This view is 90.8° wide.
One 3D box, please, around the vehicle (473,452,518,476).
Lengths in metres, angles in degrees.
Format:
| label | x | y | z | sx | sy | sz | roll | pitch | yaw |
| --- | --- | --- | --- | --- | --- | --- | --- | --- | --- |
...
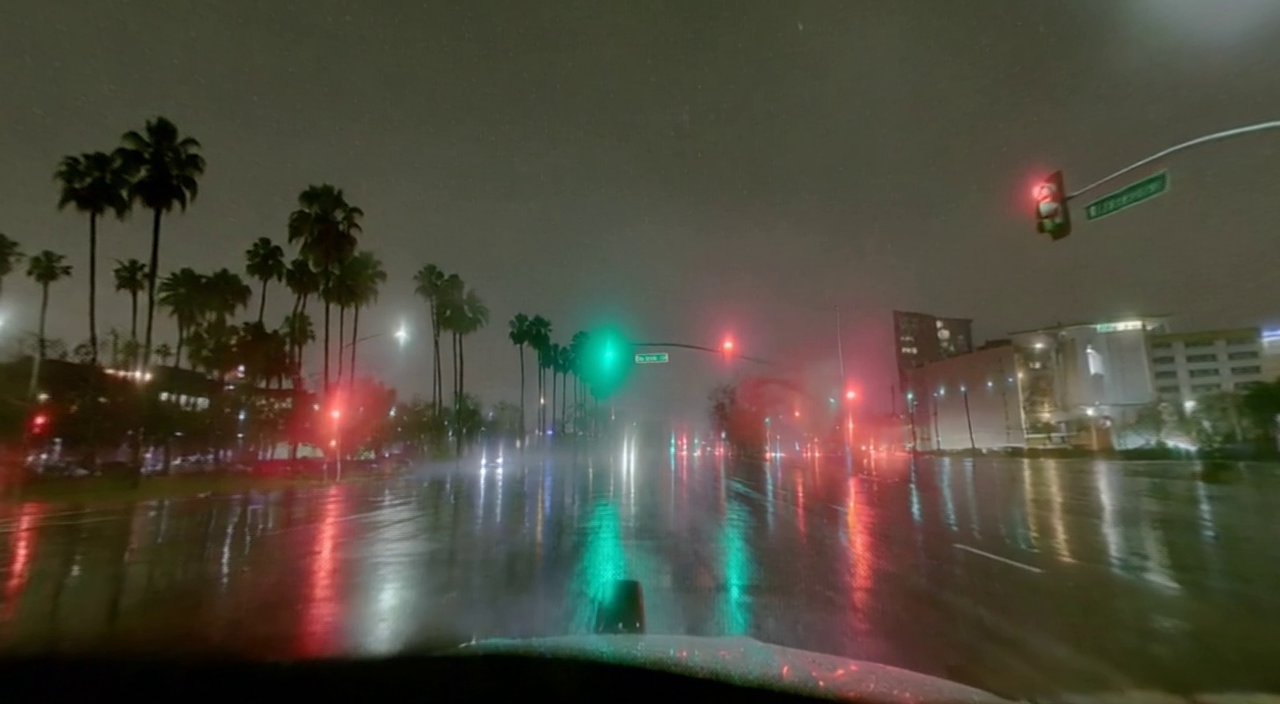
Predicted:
| label | x | y | z | sx | sy | sz | roll | pitch | yaw |
| --- | --- | --- | --- | --- | --- | --- | --- | --- | --- |
| vehicle | -9.870 | 7.656 | 43.456 | 2.149 | 1.477 | 4.186 | 0 | -9 | -1 |
